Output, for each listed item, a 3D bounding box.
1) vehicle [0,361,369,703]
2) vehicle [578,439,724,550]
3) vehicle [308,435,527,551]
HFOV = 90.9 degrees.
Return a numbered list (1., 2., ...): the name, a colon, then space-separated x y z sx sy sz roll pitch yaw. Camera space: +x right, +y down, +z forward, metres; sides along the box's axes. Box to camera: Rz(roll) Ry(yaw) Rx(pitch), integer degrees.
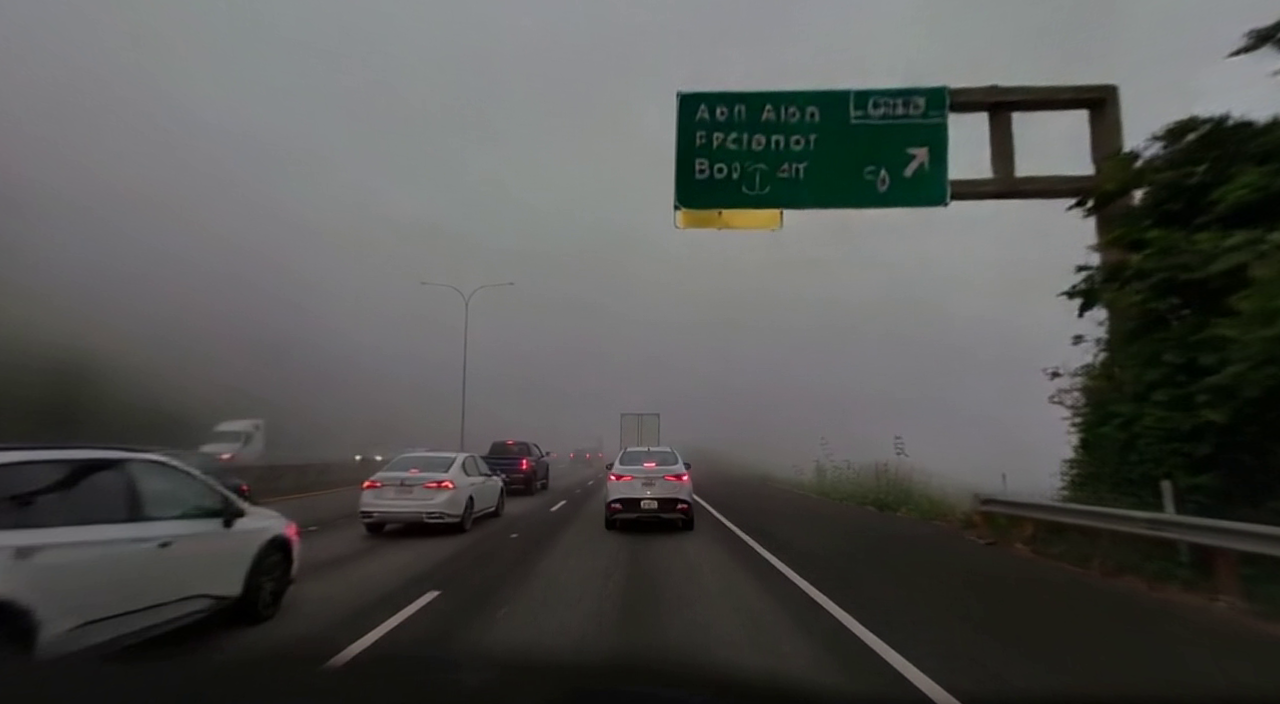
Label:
1. vehicle: -3.649 1.057 3.716 2.165 1.638 4.317 0 -9 0
2. vehicle: 0.161 2.229 10.395 1.995 1.495 3.380 0 -9 0
3. vehicle: -3.328 2.201 10.508 1.980 1.491 4.340 0 -9 1
